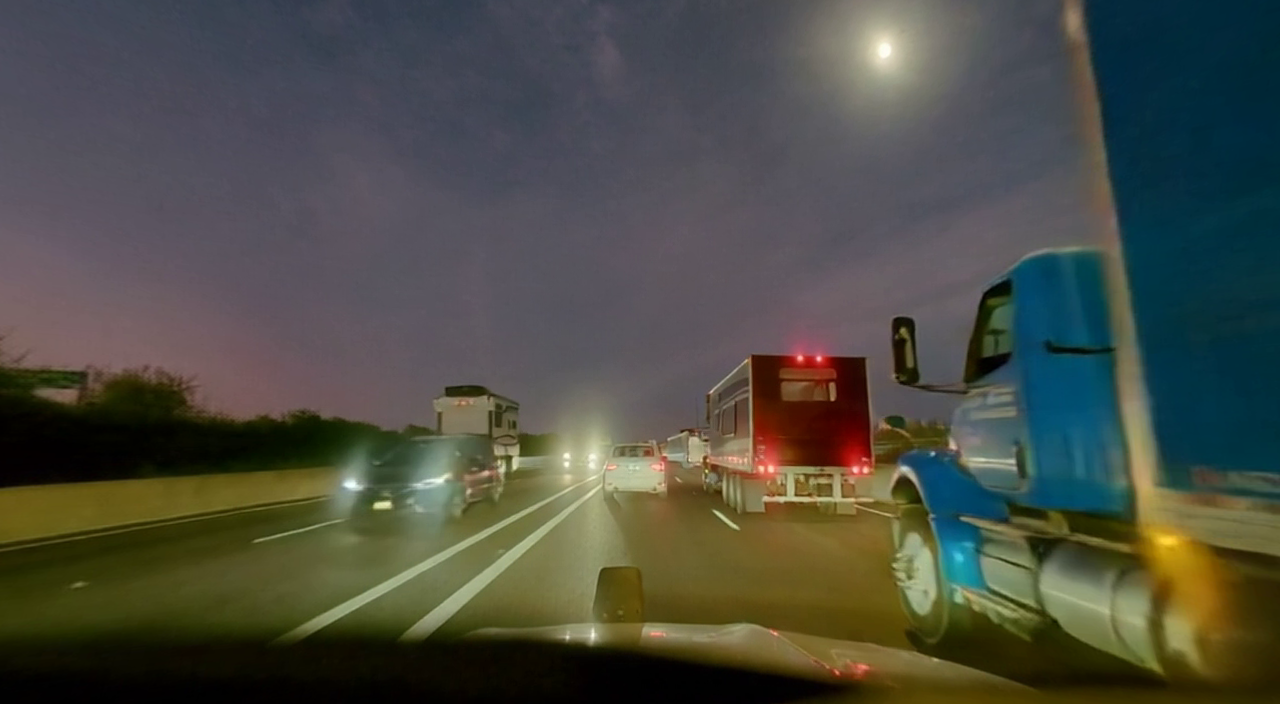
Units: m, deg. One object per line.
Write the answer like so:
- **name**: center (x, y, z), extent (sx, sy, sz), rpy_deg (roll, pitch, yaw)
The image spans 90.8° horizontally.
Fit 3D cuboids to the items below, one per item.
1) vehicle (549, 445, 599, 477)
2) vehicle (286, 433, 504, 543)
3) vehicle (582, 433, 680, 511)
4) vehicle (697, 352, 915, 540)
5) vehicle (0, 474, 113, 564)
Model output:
- **vehicle**: center (-3.556, 5.983, 34.846), extent (2.098, 1.659, 4.432), rpy_deg (0, -9, 2)
- **vehicle**: center (-4.085, 2.354, 11.607), extent (2.023, 1.576, 4.784), rpy_deg (0, -9, 1)
- **vehicle**: center (-0.208, 2.992, 16.177), extent (2.201, 1.719, 4.058), rpy_deg (0, -9, 0)
- **vehicle**: center (2.927, 2.020, 13.610), extent (2.533, 2.942, 7.280), rpy_deg (0, -9, -1)
- **vehicle**: center (-30.140, 7.394, 27.067), extent (3.358, 3.720, 13.340), rpy_deg (0, -9, 1)
